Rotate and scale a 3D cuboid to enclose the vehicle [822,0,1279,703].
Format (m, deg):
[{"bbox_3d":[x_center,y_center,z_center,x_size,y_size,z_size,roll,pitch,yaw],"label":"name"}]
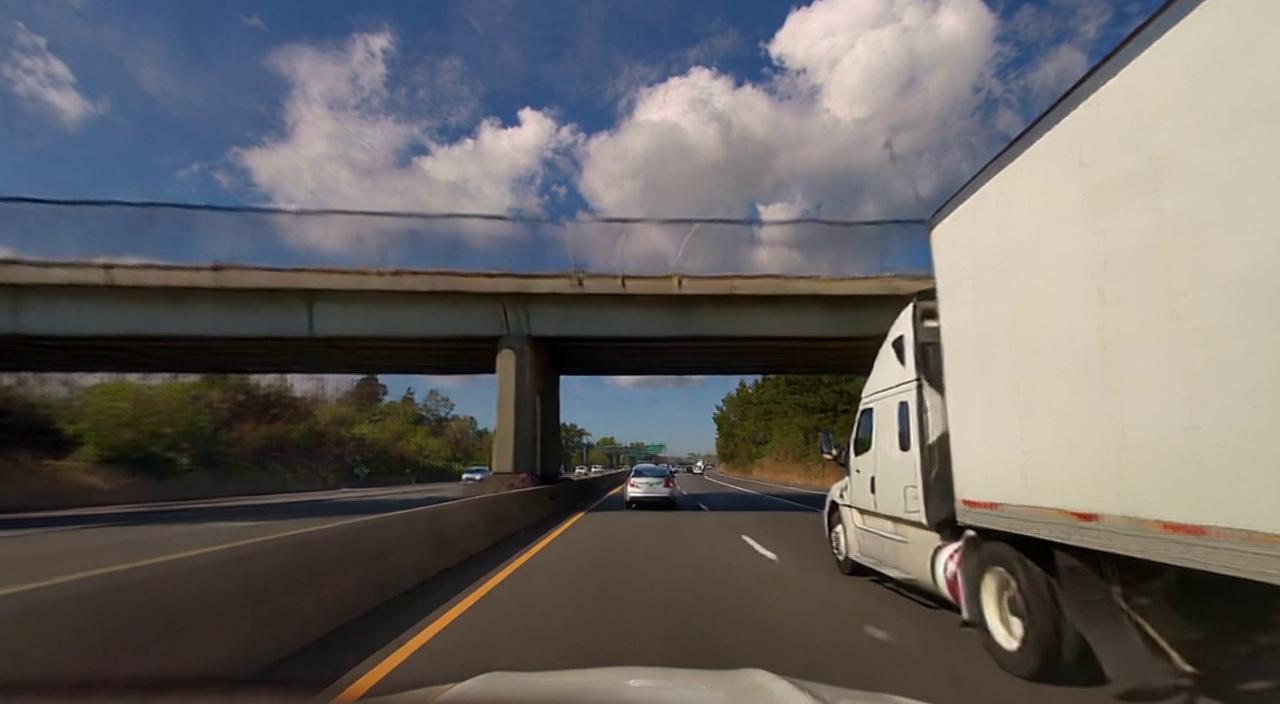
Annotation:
[{"bbox_3d":[4.460,-0.206,1.692,2.964,4.188,16.587,1,-10,0],"label":"vehicle"}]

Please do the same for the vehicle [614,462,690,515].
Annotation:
[{"bbox_3d":[0.361,4.210,19.694,2.156,1.444,3.762,1,-10,1],"label":"vehicle"}]
